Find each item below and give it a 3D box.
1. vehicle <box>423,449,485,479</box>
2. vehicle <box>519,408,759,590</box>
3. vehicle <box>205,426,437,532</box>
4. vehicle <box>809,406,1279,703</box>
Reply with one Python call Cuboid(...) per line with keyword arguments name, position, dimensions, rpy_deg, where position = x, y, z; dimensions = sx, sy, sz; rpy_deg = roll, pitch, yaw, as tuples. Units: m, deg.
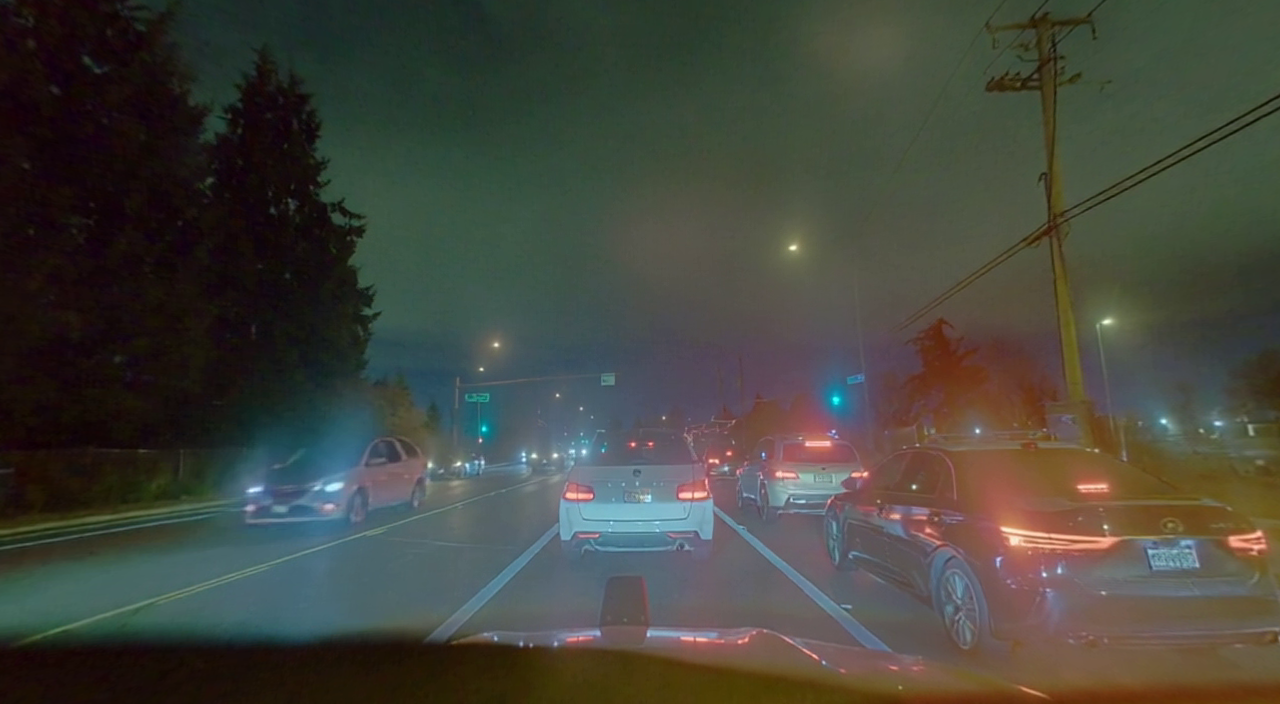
Cuboid(name="vehicle", position=(-9.709, 5.871, 33.286), dimensions=(1.921, 1.471, 4.137), rpy_deg=(0, -8, 1))
Cuboid(name="vehicle", position=(0.008, 1.663, 7.924), dimensions=(2.200, 1.653, 4.127), rpy_deg=(0, -8, 1))
Cuboid(name="vehicle", position=(-6.147, 2.495, 13.022), dimensions=(2.253, 1.751, 4.700), rpy_deg=(0, -8, 1))
Cuboid(name="vehicle", position=(2.900, 1.306, 4.985), dimensions=(1.950, 1.487, 4.275), rpy_deg=(0, -8, 0))
